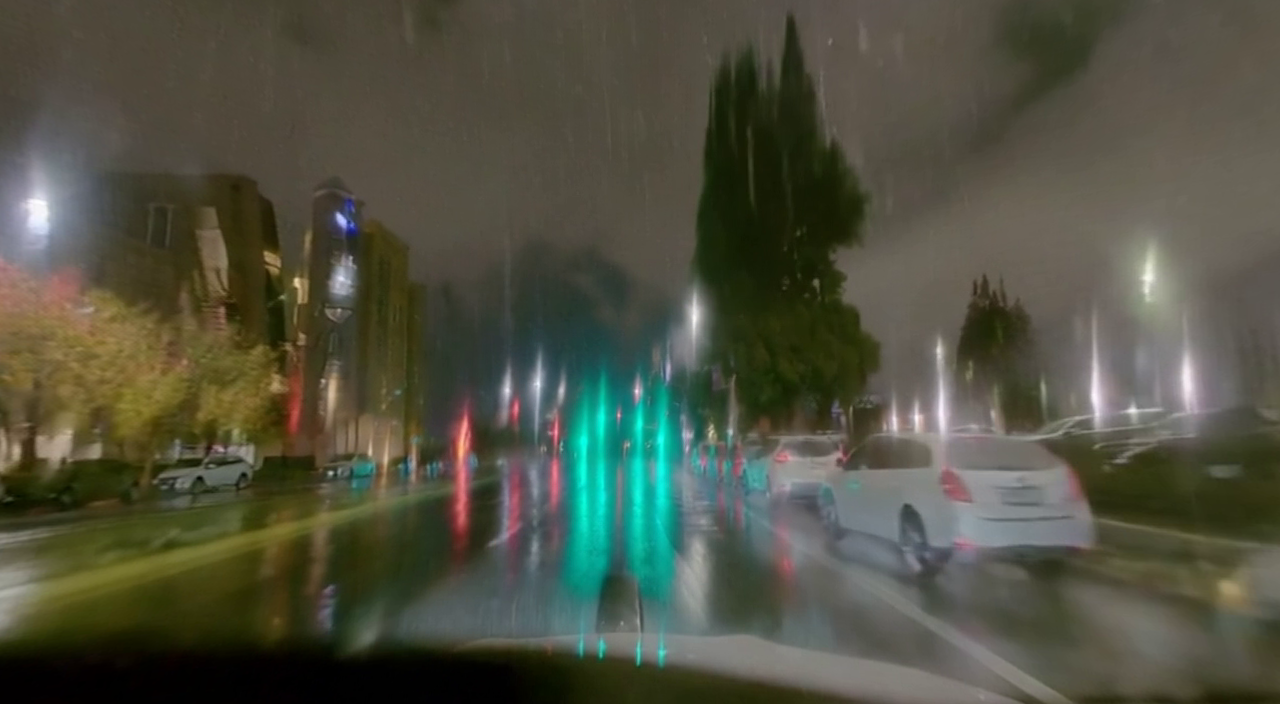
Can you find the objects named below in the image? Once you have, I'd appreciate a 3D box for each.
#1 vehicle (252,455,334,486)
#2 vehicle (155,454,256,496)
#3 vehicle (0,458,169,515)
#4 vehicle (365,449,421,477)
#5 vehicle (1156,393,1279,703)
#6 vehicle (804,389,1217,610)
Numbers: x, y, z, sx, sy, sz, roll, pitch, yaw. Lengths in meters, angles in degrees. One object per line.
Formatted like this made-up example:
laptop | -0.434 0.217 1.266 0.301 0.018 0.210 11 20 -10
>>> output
vehicle | -18.405 6.290 33.783 1.900 1.427 4.398 0 -8 0
vehicle | -18.195 5.147 26.671 1.760 1.566 3.664 0 -8 -3
vehicle | -18.089 4.296 20.657 1.958 1.534 4.428 0 -8 -1
vehicle | -14.769 6.647 38.006 1.812 1.544 3.832 0 -8 -1
vehicle | 3.386 0.647 0.577 2.035 1.483 4.503 0 -8 0
vehicle | 3.508 1.485 7.314 1.874 1.707 4.637 0 -8 -1
